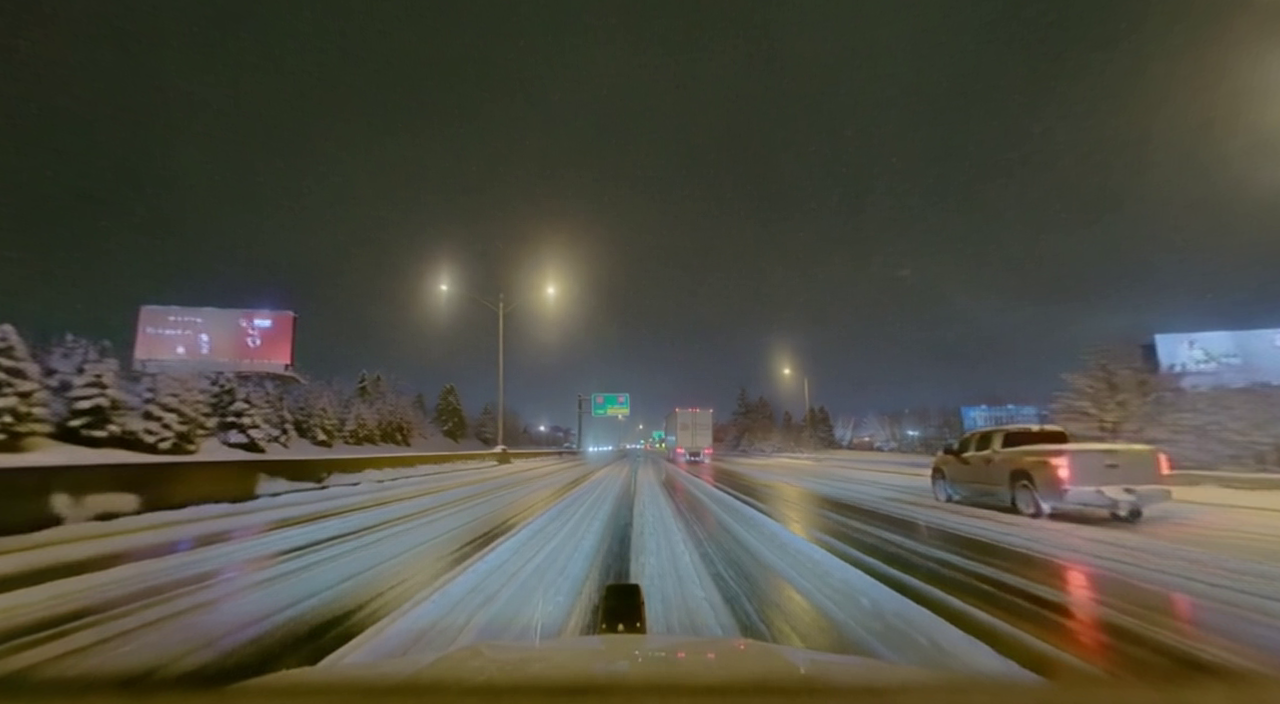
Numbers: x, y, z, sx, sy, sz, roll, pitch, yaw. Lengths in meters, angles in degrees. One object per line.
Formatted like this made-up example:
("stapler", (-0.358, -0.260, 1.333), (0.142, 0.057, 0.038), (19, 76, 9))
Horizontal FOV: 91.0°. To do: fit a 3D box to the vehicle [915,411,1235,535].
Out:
("vehicle", (8.062, 2.331, 12.663), (2.544, 1.947, 5.288), (0, -9, -1))
